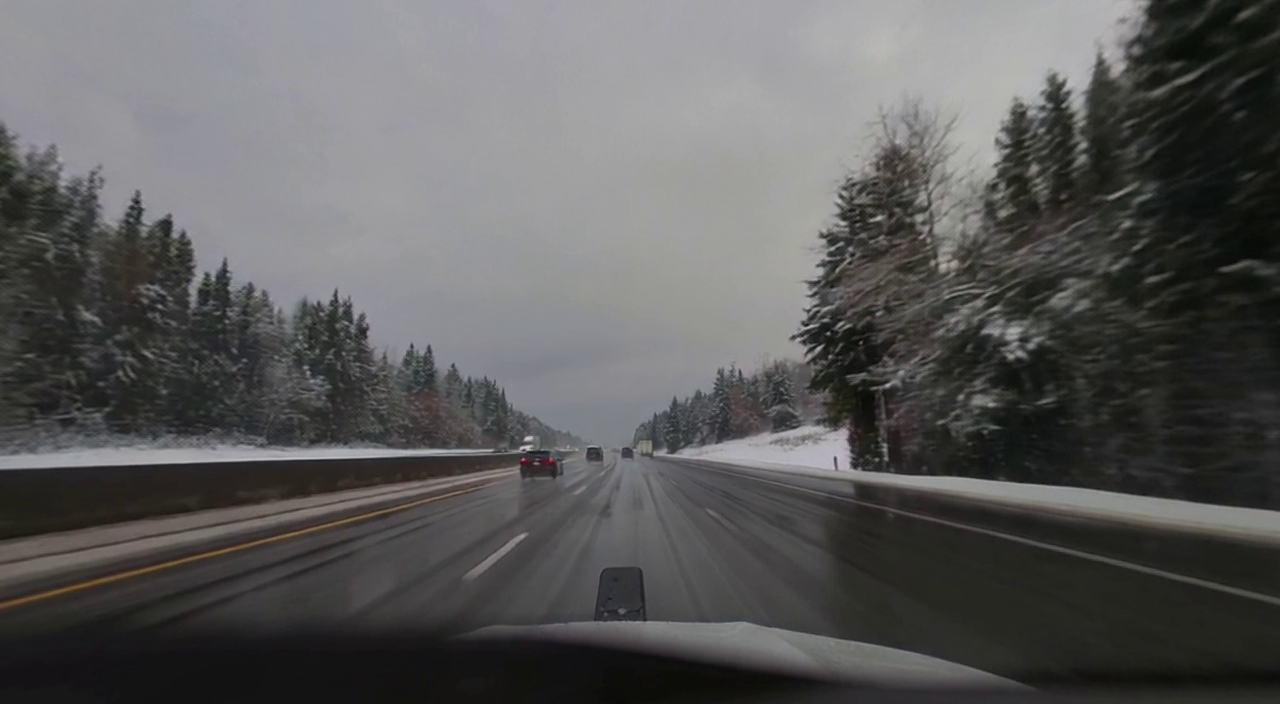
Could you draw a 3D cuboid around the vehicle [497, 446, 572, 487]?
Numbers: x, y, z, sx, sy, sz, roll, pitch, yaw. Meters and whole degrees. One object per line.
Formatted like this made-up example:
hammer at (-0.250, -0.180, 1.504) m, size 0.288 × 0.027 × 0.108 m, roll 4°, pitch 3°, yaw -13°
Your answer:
vehicle at (-4.074, 4.504, 25.150) m, size 2.169 × 1.473 × 4.631 m, roll 0°, pitch -9°, yaw 0°
